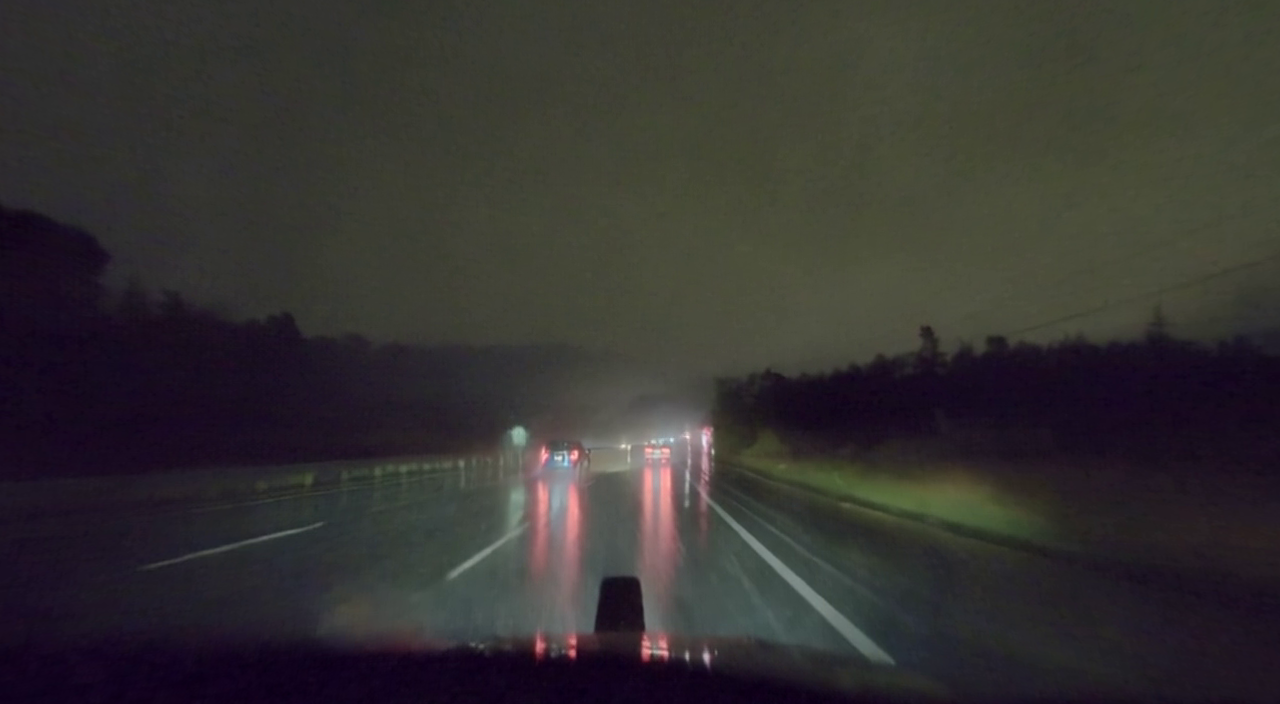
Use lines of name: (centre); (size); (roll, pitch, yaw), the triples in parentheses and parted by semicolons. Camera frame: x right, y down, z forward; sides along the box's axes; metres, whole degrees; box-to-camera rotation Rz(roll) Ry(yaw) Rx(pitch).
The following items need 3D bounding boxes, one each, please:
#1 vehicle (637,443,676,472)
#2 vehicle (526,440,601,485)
vehicle: (0.971, 6.036, 36.182); (2.129, 1.502, 4.321); (0, -9, 2)
vehicle: (-2.857, 4.262, 24.565); (2.129, 1.563, 4.387); (-1, -9, 3)
